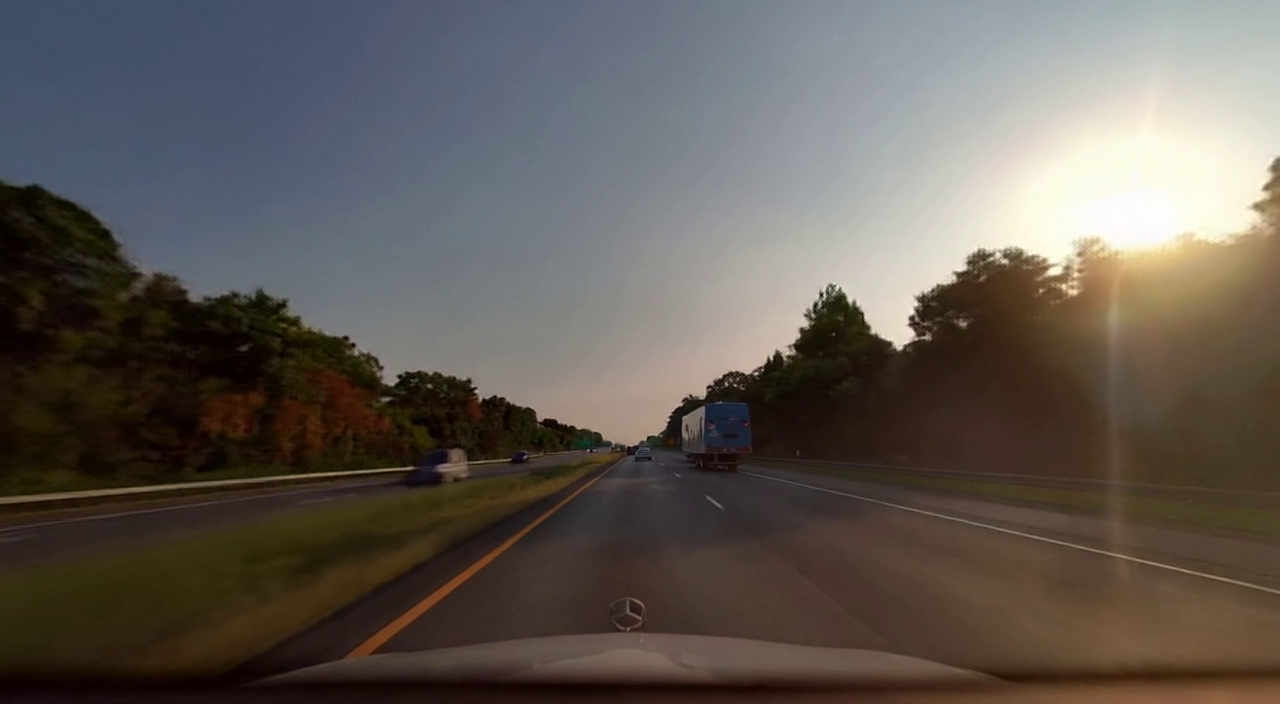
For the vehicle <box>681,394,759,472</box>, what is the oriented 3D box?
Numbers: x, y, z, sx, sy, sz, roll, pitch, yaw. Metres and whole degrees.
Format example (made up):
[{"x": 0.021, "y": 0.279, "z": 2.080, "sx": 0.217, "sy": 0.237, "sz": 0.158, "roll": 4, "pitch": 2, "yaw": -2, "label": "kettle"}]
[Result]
[{"x": 4.708, "y": 5.408, "z": 40.706, "sx": 2.939, "sy": 4.129, "sz": 14.300, "roll": 0, "pitch": -9, "yaw": -1, "label": "vehicle"}]

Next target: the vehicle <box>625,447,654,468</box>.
[{"x": -0.069, "y": 7.231, "z": 43.285, "sx": 1.926, "sy": 1.386, "sz": 3.615, "roll": 0, "pitch": -9, "yaw": -1, "label": "vehicle"}]

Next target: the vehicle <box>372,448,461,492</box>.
[{"x": -8.704, "y": 4.583, "z": 24.936, "sx": 1.920, "sy": 1.564, "sz": 4.208, "roll": 0, "pitch": -9, "yaw": 0, "label": "vehicle"}]
